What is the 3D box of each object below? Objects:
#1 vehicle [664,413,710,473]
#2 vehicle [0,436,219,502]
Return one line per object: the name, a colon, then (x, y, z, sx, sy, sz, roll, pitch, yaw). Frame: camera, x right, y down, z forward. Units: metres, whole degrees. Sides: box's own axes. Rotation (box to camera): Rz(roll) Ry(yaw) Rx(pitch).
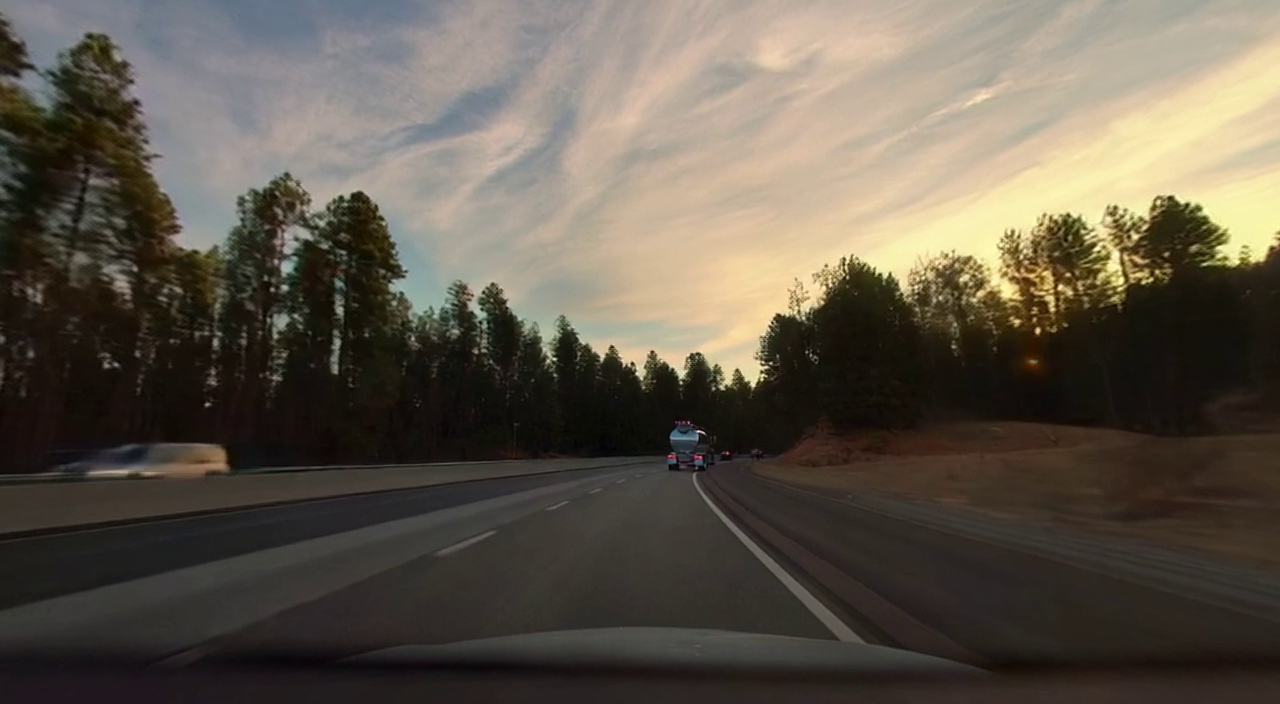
vehicle: (3.632, 6.782, 46.851, 2.907, 3.747, 13.318, 0, -9, 6)
vehicle: (-13.987, 3.043, 16.861, 2.035, 1.503, 4.579, -1, -8, 5)
